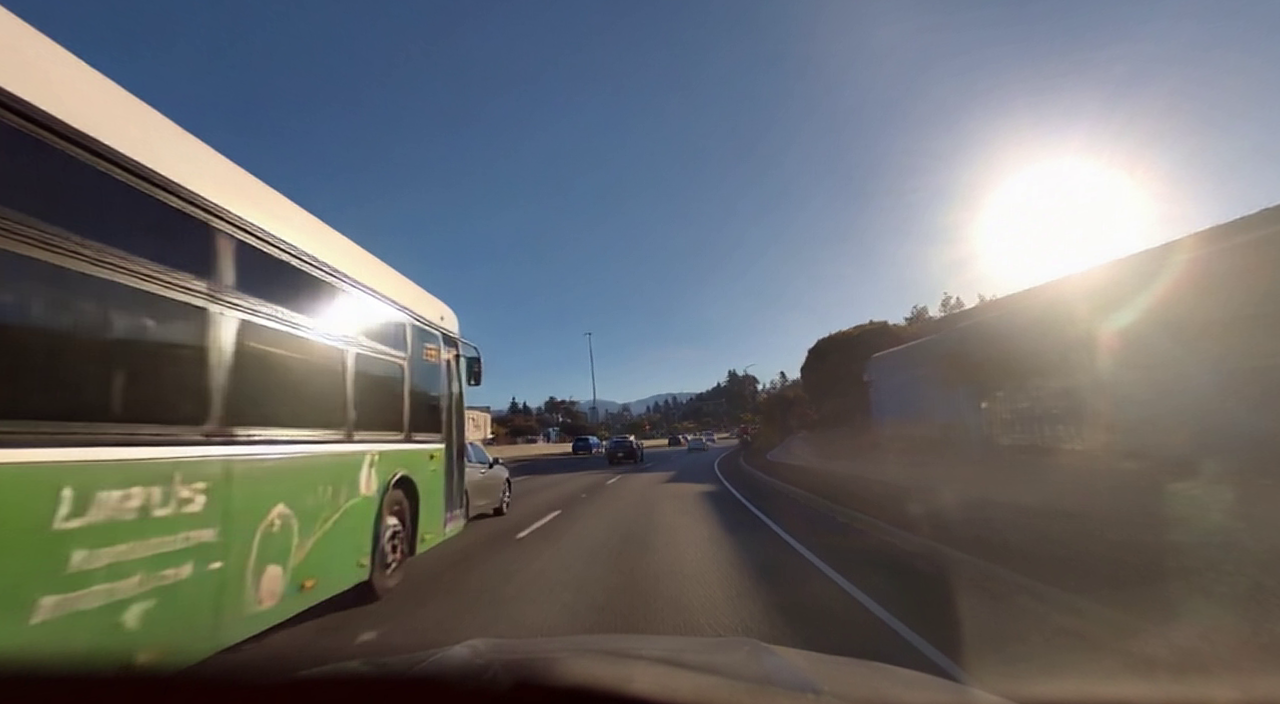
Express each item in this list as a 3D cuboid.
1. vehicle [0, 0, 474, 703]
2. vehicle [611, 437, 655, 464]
[{"bbox_3d":[-3.300,0.153,2.333,2.888,2.944,8.373,-1,-9,2],"label":"vehicle"},{"bbox_3d":[-0.329,5.714,36.655,1.928,1.455,4.361,-2,-9,8],"label":"vehicle"}]
